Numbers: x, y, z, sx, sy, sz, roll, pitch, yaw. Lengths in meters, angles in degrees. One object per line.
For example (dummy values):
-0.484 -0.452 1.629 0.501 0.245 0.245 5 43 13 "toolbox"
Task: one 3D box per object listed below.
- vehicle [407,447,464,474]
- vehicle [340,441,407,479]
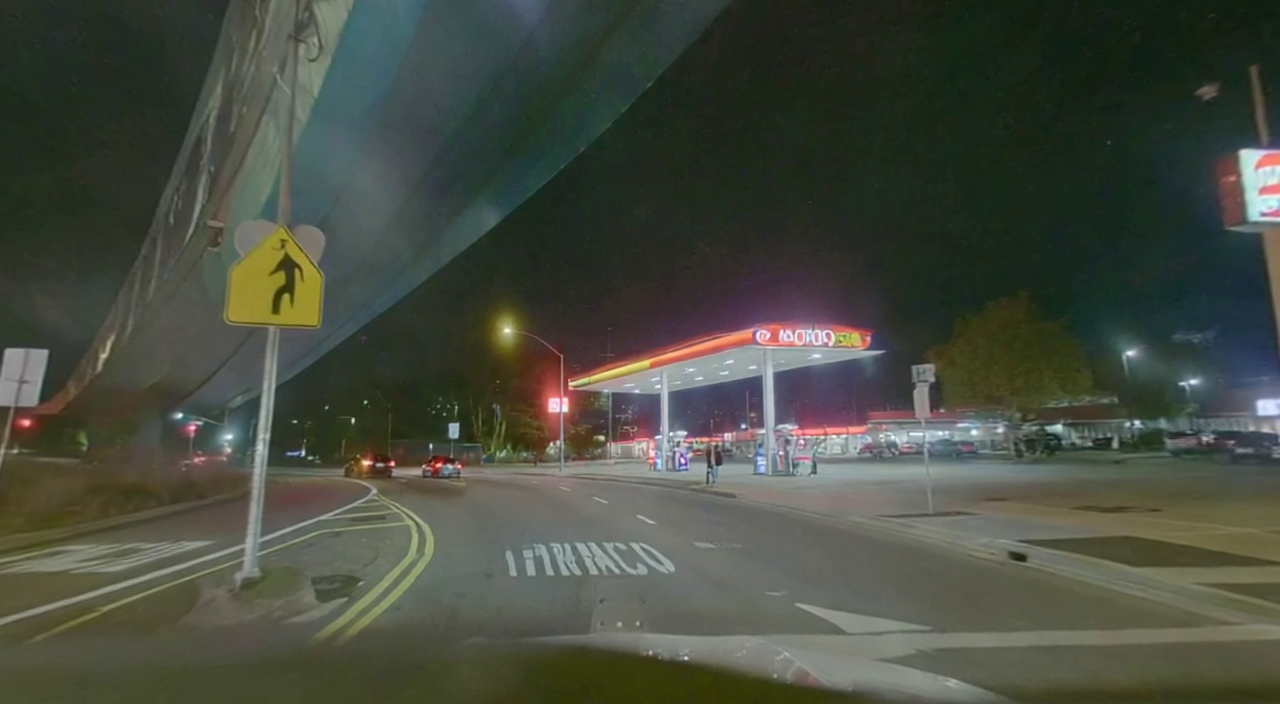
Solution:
-15.077 7.917 46.163 2.202 1.822 4.826 7 -11 -40 "vehicle"
-15.412 6.137 36.215 2.254 2.006 4.766 7 -11 -37 "vehicle"
